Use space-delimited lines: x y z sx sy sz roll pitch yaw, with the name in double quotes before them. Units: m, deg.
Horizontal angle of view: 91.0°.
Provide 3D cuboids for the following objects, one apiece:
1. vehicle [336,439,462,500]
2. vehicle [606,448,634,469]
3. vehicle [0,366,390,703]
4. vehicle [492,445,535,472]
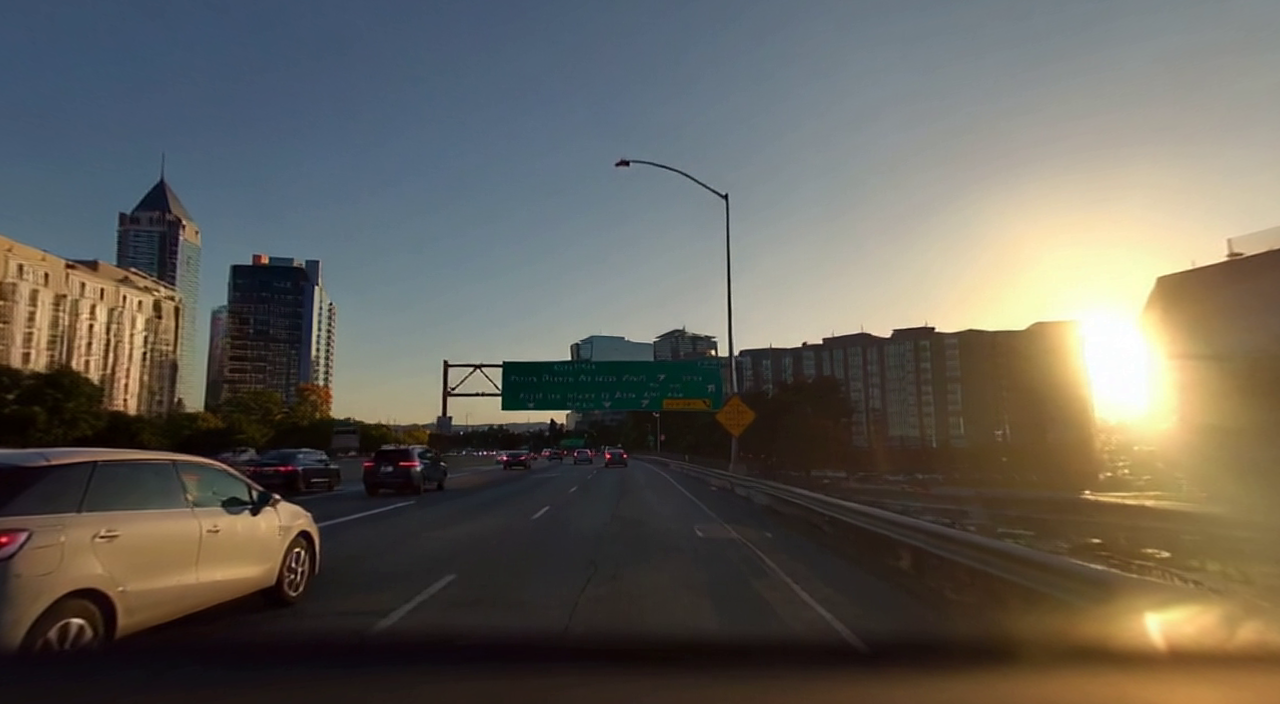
"vehicle" -7.302 3.592 19.707 2.075 1.642 4.638 0 -9 1
"vehicle" -1.557 8.183 48.761 2.110 1.501 4.319 0 -9 -2
"vehicle" -3.733 1.182 4.352 2.036 1.717 4.592 0 -9 1
"vehicle" -8.465 7.150 42.617 2.065 1.689 4.399 0 -9 -1
